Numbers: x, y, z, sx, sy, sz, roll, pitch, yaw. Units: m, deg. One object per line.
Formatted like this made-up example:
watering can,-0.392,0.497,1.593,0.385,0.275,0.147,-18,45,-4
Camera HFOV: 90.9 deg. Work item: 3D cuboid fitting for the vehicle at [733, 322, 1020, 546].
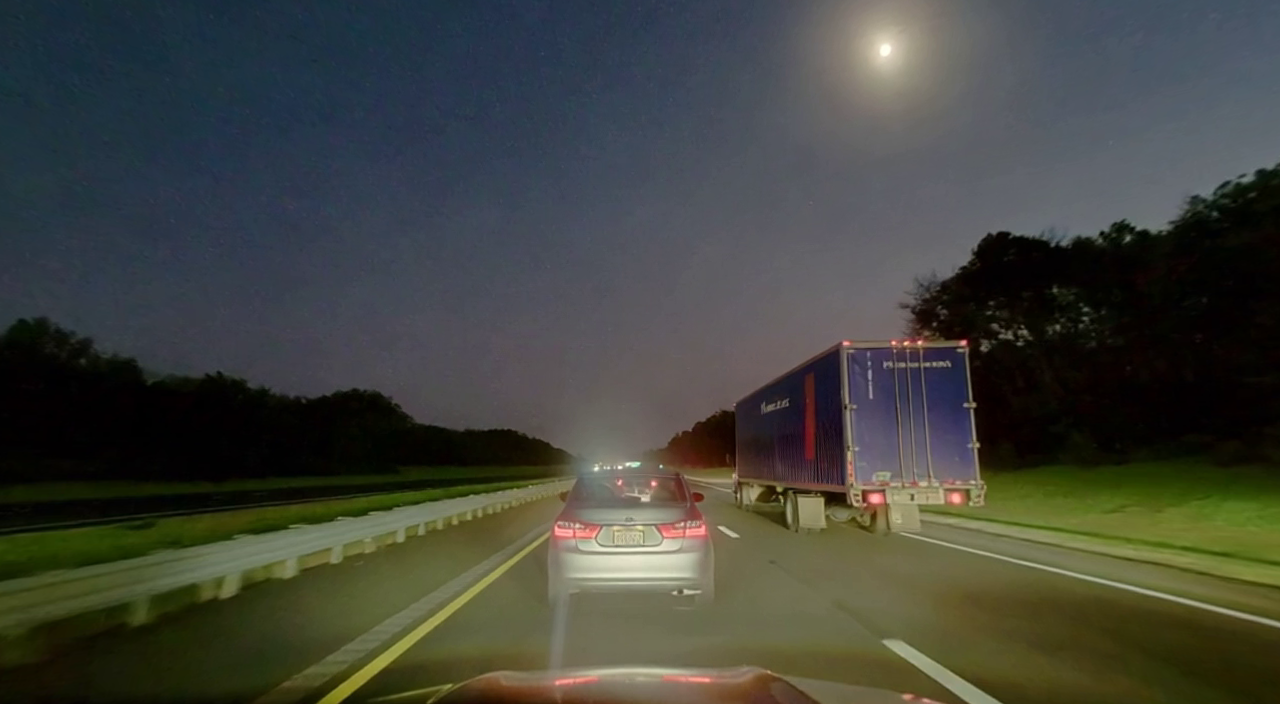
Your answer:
vehicle,5.005,2.437,16.818,2.936,3.972,11.144,1,-11,-2

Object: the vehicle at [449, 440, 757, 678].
vehicle,-0.247,1.665,5.861,1.980,1.493,3.410,1,-11,0
